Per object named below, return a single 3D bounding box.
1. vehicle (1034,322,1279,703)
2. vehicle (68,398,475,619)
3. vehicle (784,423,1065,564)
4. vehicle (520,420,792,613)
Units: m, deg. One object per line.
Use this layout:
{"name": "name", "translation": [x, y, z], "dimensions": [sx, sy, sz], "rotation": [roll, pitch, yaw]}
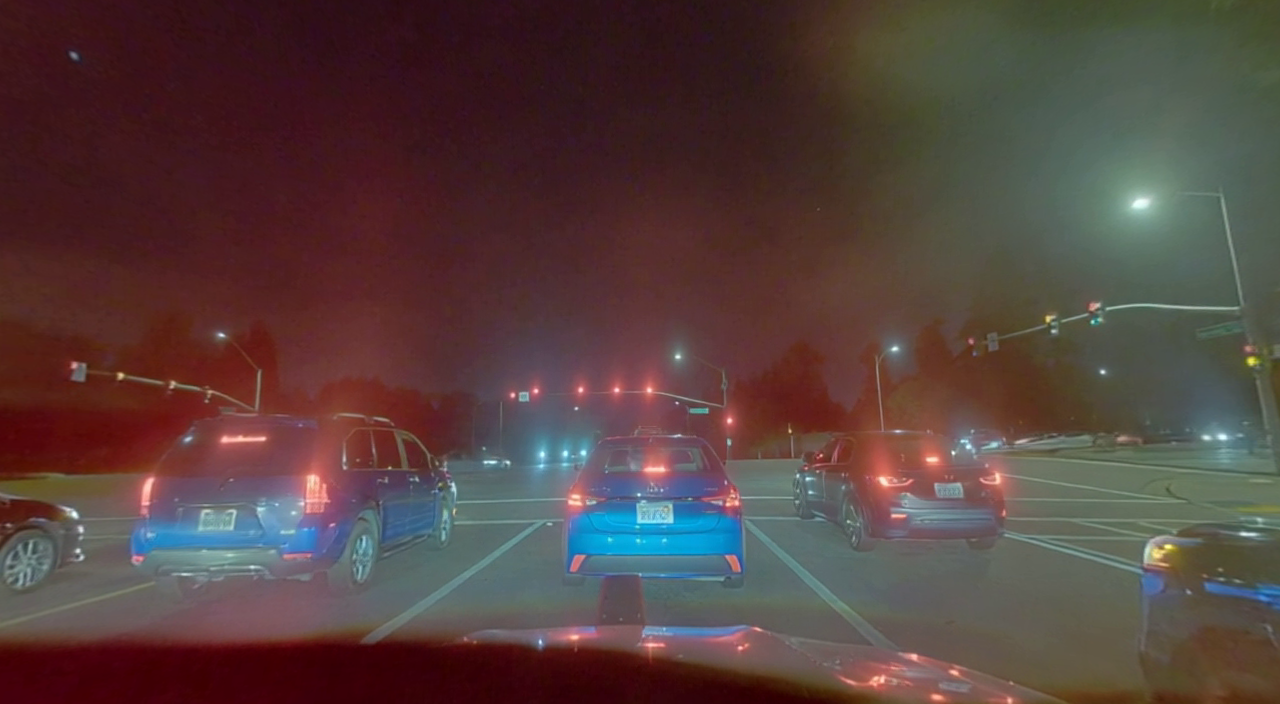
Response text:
{"name": "vehicle", "translation": [3.238, 0.613, 1.178], "dimensions": [2.178, 1.691, 4.314], "rotation": [0, -9, 0]}
{"name": "vehicle", "translation": [-3.410, 1.532, 7.070], "dimensions": [1.958, 1.693, 4.242], "rotation": [0, -9, 0]}
{"name": "vehicle", "translation": [3.539, 1.841, 8.978], "dimensions": [1.874, 1.487, 4.404], "rotation": [0, -9, -1]}
{"name": "vehicle", "translation": [0.068, 1.592, 7.027], "dimensions": [2.114, 1.482, 4.056], "rotation": [0, -9, -2]}
